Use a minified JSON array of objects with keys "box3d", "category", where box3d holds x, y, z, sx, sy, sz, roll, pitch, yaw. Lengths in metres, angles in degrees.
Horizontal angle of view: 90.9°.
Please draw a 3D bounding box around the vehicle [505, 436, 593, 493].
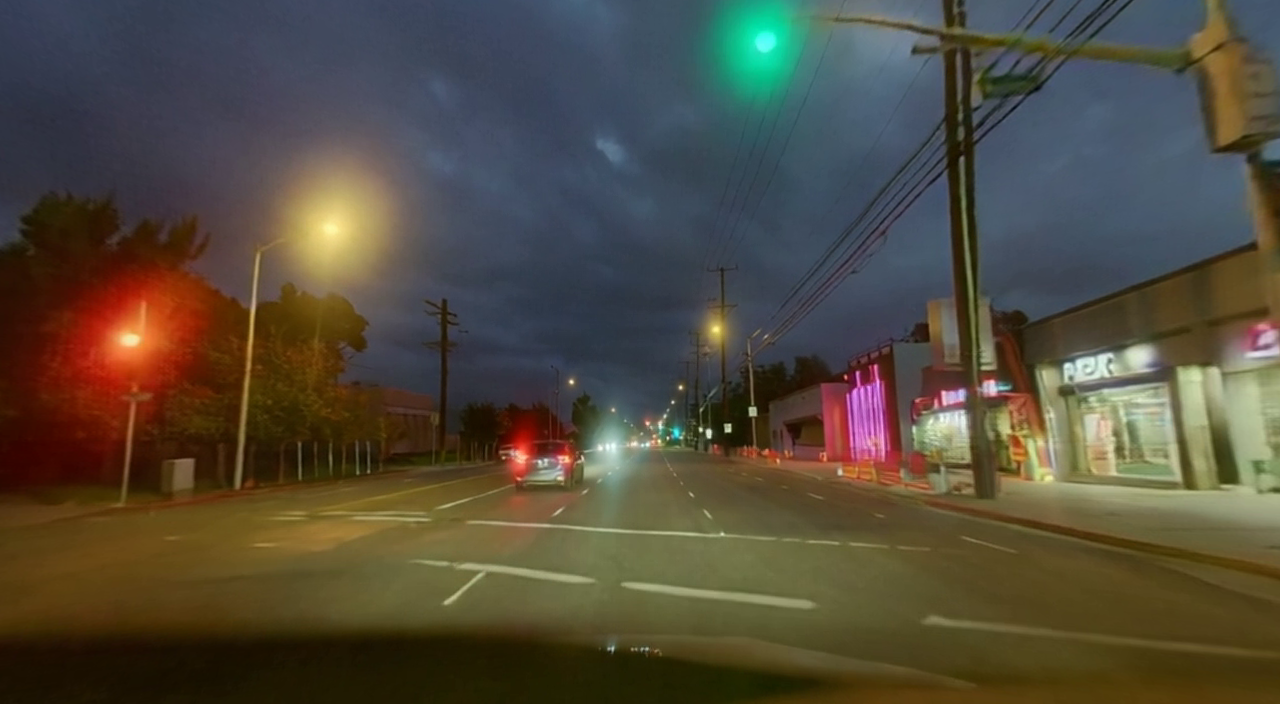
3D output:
[{"box3d":[-2.745,3.538,20.199,2.036,1.589,4.549,-1,-9,2],"category":"vehicle"}]
